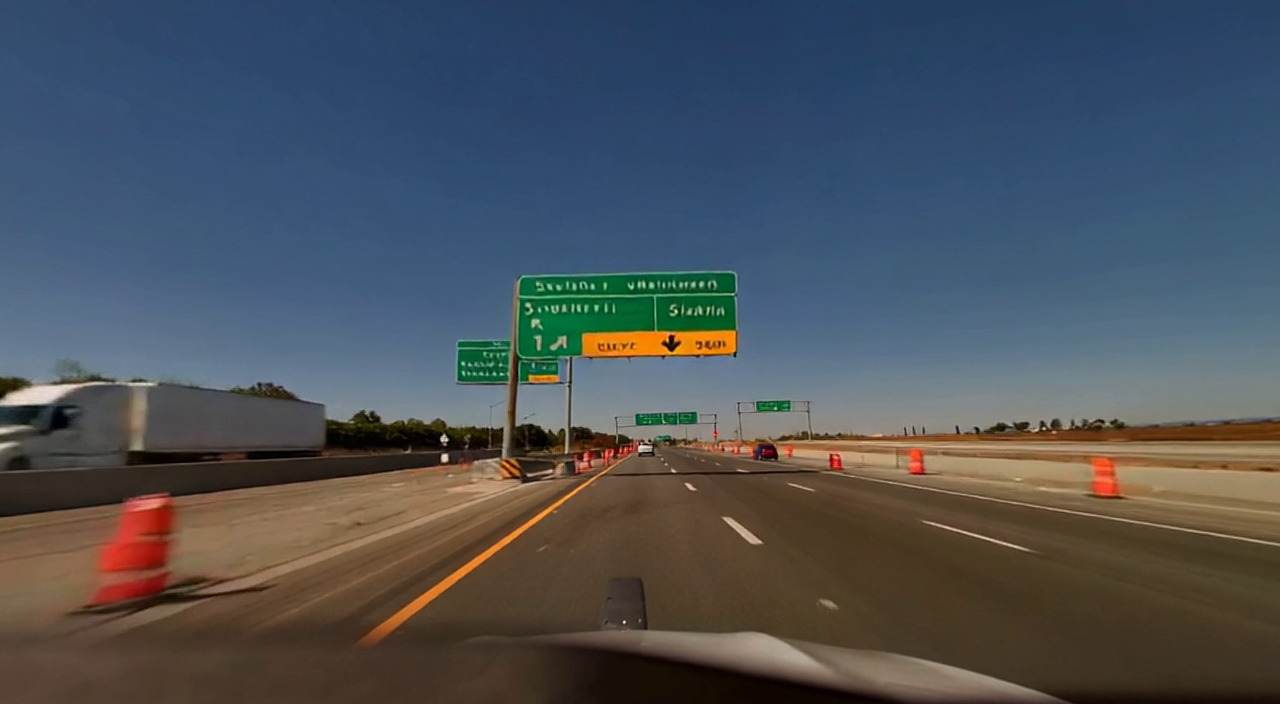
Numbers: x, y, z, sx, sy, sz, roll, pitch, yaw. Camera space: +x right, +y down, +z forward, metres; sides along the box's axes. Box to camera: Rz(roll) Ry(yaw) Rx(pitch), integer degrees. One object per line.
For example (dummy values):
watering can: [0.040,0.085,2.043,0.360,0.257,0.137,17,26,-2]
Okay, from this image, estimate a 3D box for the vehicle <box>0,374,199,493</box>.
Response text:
vehicle: [-20.175,3.017,23.081,3.033,3.698,6.780,0,-8,0]
